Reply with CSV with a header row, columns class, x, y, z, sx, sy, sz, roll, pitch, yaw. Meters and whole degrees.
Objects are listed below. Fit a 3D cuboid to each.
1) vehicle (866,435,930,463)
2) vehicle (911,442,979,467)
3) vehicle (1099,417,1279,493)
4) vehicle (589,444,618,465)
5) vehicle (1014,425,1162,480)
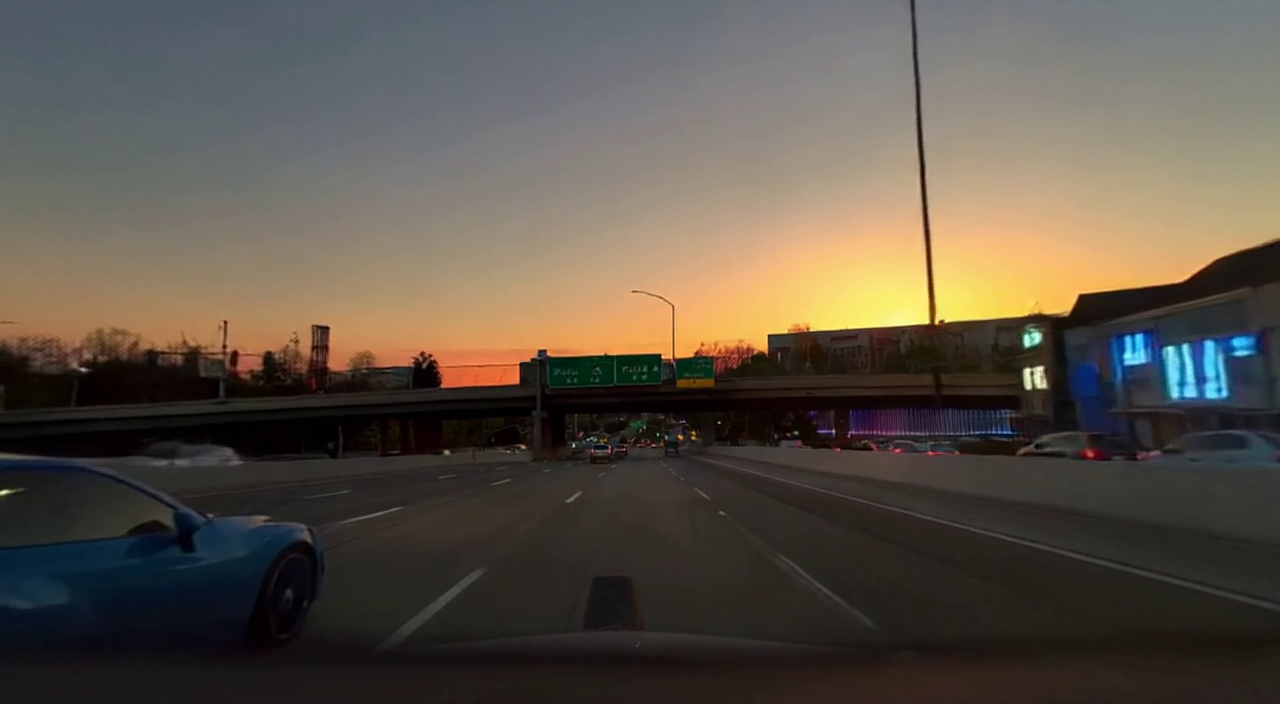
class,x,y,z,sx,sy,sz,roll,pitch,yaw
vehicle,18.631,7.030,45.973,2.128,1.915,5.821,0,-8,-1
vehicle,18.461,6.217,38.467,1.858,1.432,4.563,0,-8,0
vehicle,17.815,3.218,20.126,2.229,2.050,5.602,0,-8,2
vehicle,-2.729,7.800,48.208,1.982,1.516,4.327,0,-8,0
vehicle,18.023,4.082,25.853,2.108,1.965,5.471,0,-8,1
